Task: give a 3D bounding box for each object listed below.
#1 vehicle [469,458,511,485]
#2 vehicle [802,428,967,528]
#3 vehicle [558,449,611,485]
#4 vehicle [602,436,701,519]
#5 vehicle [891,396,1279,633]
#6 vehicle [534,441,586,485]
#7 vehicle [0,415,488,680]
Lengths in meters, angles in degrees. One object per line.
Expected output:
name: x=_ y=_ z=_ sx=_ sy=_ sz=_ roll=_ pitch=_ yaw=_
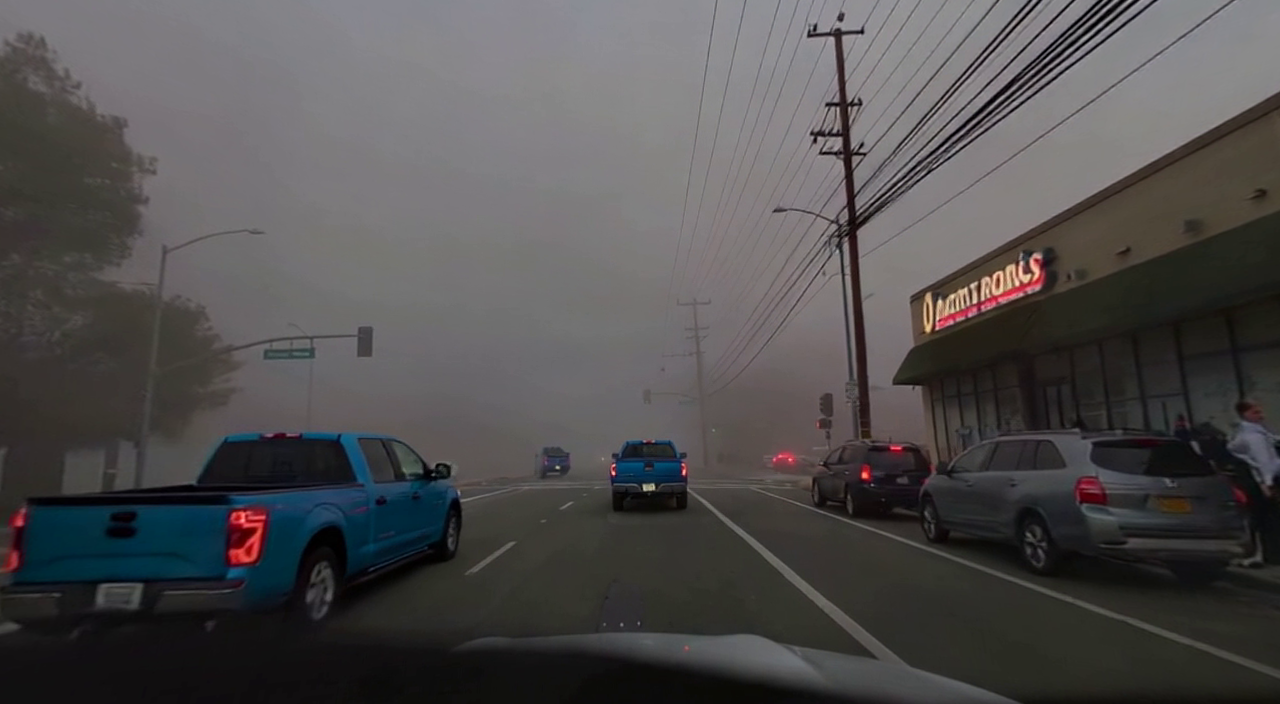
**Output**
vehicle: x=-11.739 y=9.393 z=49.721 sx=2.081 sy=1.925 sz=5.632 roll=0 pitch=-9 yaw=-1
vehicle: x=5.120 y=2.674 z=13.986 sx=1.974 sy=1.823 sz=4.576 roll=0 pitch=-9 yaw=2
vehicle: x=-2.931 y=6.225 z=34.453 sx=2.140 sy=1.768 sz=5.092 roll=0 pitch=-9 yaw=3
vehicle: x=0.445 y=3.001 z=15.659 sx=2.089 sy=1.699 sz=4.650 roll=0 pitch=-9 yaw=5
vehicle: x=4.912 y=1.608 z=7.296 sx=2.007 sy=1.786 sz=4.870 roll=0 pitch=-9 yaw=0
vehicle: x=-5.759 y=8.087 z=46.456 sx=2.619 sy=2.948 sz=7.193 roll=0 pitch=-9 yaw=2
vehicle: x=-3.139 y=1.518 z=6.149 sx=1.995 sy=1.554 sz=4.618 roll=0 pitch=-9 yaw=2
